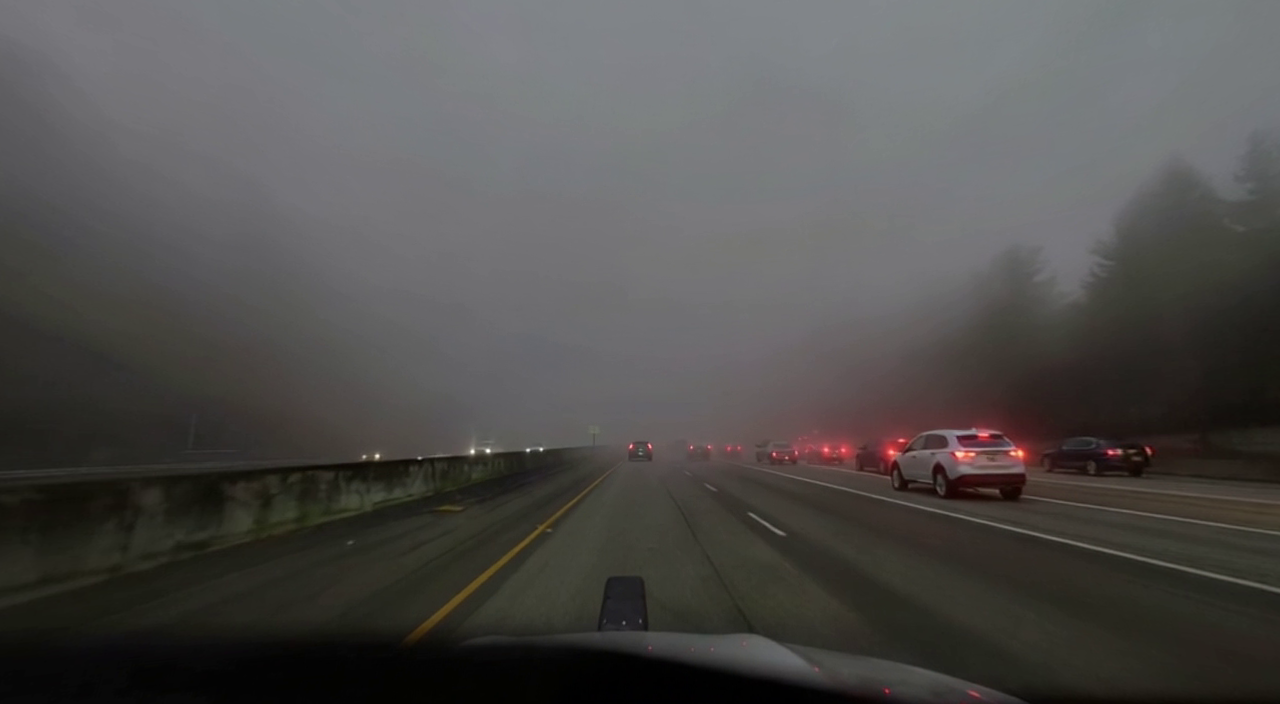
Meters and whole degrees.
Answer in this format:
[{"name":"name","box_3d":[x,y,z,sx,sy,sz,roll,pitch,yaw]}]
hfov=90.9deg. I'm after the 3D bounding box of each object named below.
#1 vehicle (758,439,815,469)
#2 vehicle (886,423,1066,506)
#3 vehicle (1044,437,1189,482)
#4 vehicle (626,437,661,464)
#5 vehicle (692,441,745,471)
[{"name":"vehicle","box_3d":[7.727,5.401,33.628,1.919,1.476,4.303,0,-8,-1]},{"name":"vehicle","box_3d":[7.842,2.652,15.308,1.986,1.703,4.226,0,-8,0]},{"name":"vehicle","box_3d":[17.163,3.873,23.062,1.908,1.468,4.457,0,-8,2]},{"name":"vehicle","box_3d":[0.233,6.374,40.795,2.124,1.639,4.122,0,-8,0]},{"name":"vehicle","box_3d":[3.962,5.328,32.674,2.118,1.438,4.312,0,-8,-1]}]
